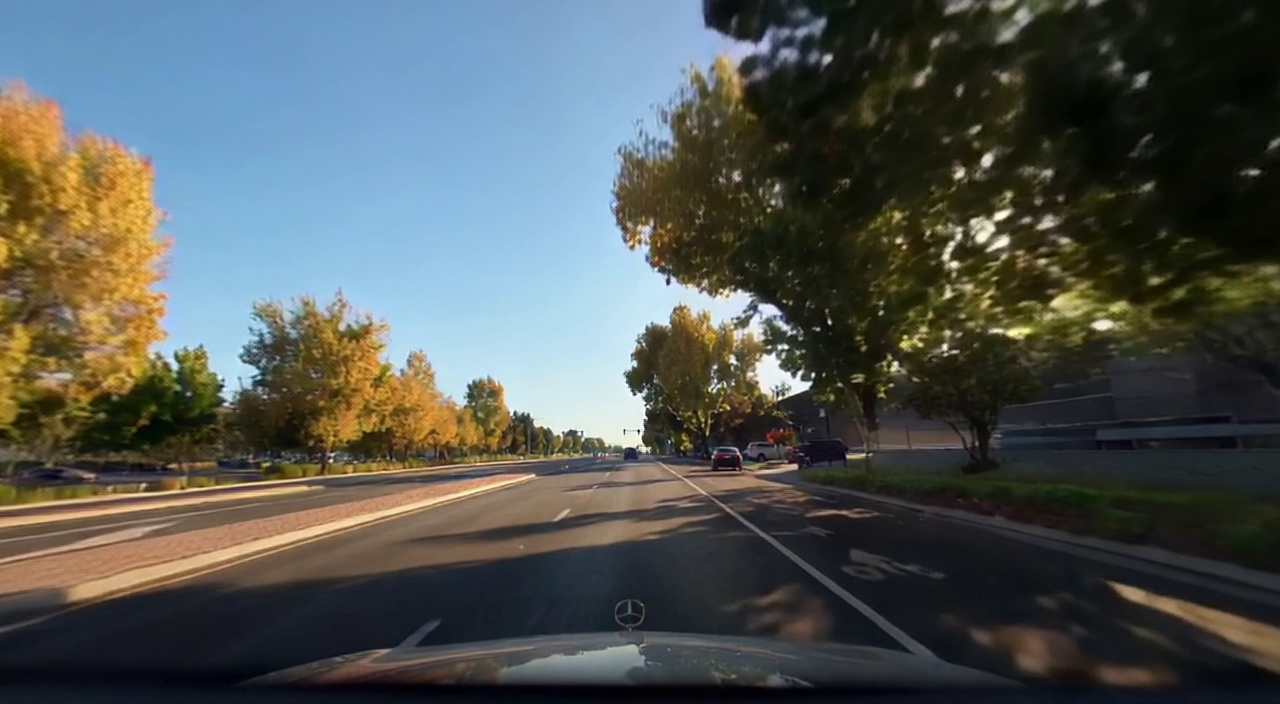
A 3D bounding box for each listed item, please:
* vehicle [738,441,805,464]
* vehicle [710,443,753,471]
[{"bbox_3d":[10.353,7.977,49.963,4.879,1.701,2.095,0,-10,3],"label":"vehicle"},{"bbox_3d":[5.748,6.647,40.177,2.057,1.688,4.596,0,-9,0],"label":"vehicle"}]
